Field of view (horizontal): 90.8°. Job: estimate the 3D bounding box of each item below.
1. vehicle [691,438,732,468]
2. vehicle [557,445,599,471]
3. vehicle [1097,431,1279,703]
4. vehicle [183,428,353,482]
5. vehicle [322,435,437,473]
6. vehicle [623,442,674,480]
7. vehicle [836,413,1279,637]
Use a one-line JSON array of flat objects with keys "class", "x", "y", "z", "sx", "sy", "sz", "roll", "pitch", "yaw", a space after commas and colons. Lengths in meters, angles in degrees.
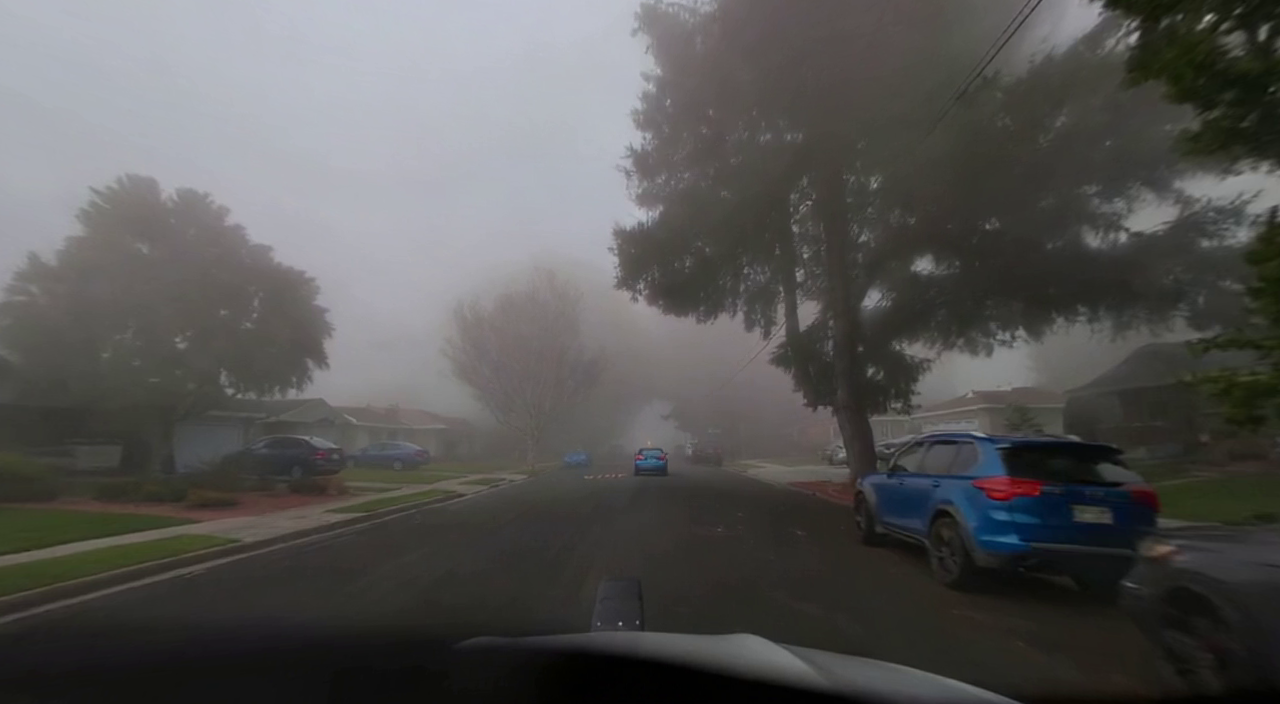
[{"class": "vehicle", "x": 4.877, "y": 6.980, "z": 43.916, "sx": 2.221, "sy": 1.960, "sz": 4.927, "roll": 0, "pitch": -8, "yaw": 0}, {"class": "vehicle", "x": -4.097, "y": 7.047, "z": 42.356, "sx": 1.984, "sy": 1.498, "sz": 4.508, "roll": -3, "pitch": -8, "yaw": 4}, {"class": "vehicle", "x": 3.827, "y": 0.927, "z": 1.655, "sx": 1.903, "sy": 1.476, "sz": 4.461, "roll": 0, "pitch": -8, "yaw": 0}, {"class": "vehicle", "x": -12.491, "y": 3.469, "z": 21.452, "sx": 4.510, "sy": 1.728, "sz": 1.997, "roll": -1, "pitch": -8, "yaw": 3}, {"class": "vehicle", "x": -12.252, "y": 4.794, "z": 29.876, "sx": 4.551, "sy": 1.700, "sz": 1.920, "roll": -1, "pitch": -8, "yaw": 4}, {"class": "vehicle", "x": 0.410, "y": 4.538, "z": 26.502, "sx": 2.000, "sy": 1.449, "sz": 4.006, "roll": 0, "pitch": -8, "yaw": 2}, {"class": "vehicle", "x": 4.002, "y": 1.646, "z": 7.148, "sx": 2.048, "sy": 1.671, "sz": 4.649, "roll": 0, "pitch": -8, "yaw": 0}]
